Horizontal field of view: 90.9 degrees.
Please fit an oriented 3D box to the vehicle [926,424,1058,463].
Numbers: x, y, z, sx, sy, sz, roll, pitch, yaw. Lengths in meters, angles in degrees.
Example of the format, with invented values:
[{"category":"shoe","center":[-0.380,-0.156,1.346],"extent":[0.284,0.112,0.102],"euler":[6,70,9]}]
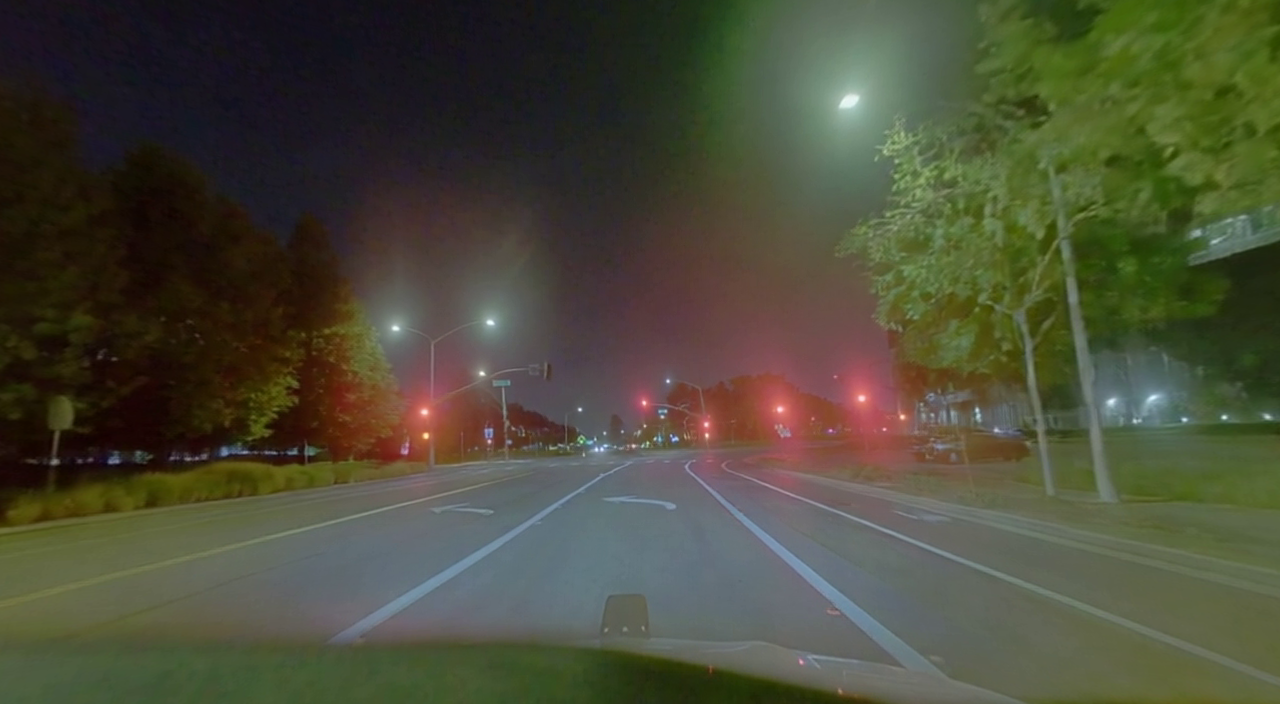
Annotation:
[{"category":"vehicle","center":[14.136,3.691,25.469],"extent":[4.167,1.476,1.871],"euler":[0,-8,-1]}]
